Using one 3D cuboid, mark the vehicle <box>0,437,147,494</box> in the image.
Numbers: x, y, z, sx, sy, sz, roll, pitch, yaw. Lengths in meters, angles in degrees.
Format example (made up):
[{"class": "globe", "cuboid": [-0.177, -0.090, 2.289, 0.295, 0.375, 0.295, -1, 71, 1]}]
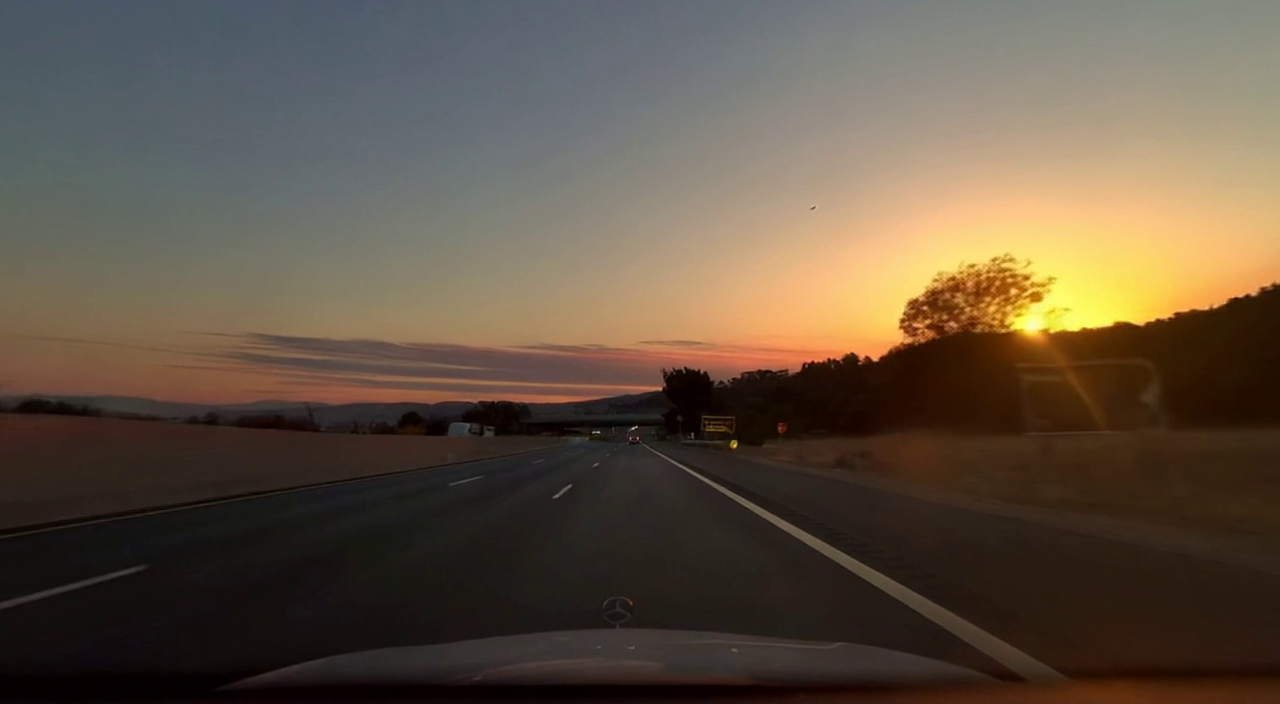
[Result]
[{"class": "vehicle", "cuboid": [-19.333, 3.617, 20.662, 2.048, 1.610, 5.199, 0, -8, 0]}]
